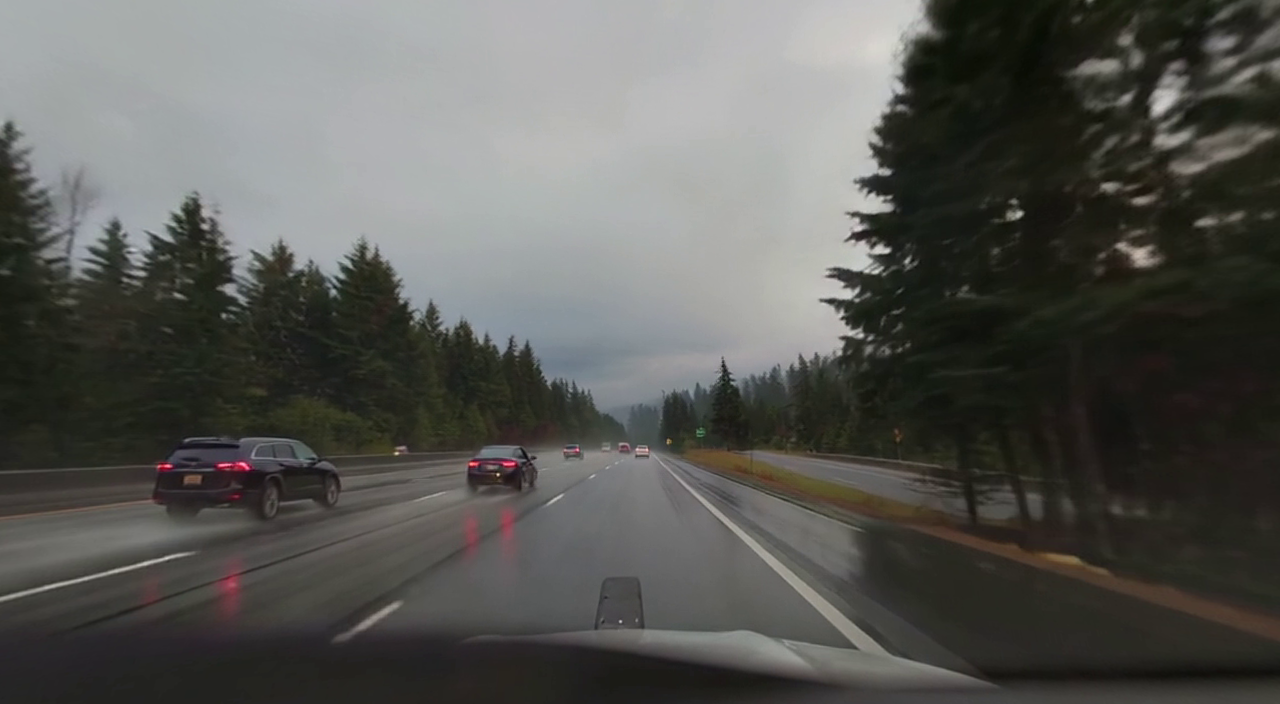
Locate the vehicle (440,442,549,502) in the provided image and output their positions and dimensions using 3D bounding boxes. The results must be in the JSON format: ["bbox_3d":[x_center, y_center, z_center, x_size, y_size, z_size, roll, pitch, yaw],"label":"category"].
[{"bbox_3d":[-4.151,3.497,18.877,2.104,1.558,4.639,0,-9,1],"label":"vehicle"}]

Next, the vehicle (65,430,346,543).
[{"bbox_3d":[-7.292,2.273,11.260,2.007,1.616,4.141,0,-9,1],"label":"vehicle"}]
